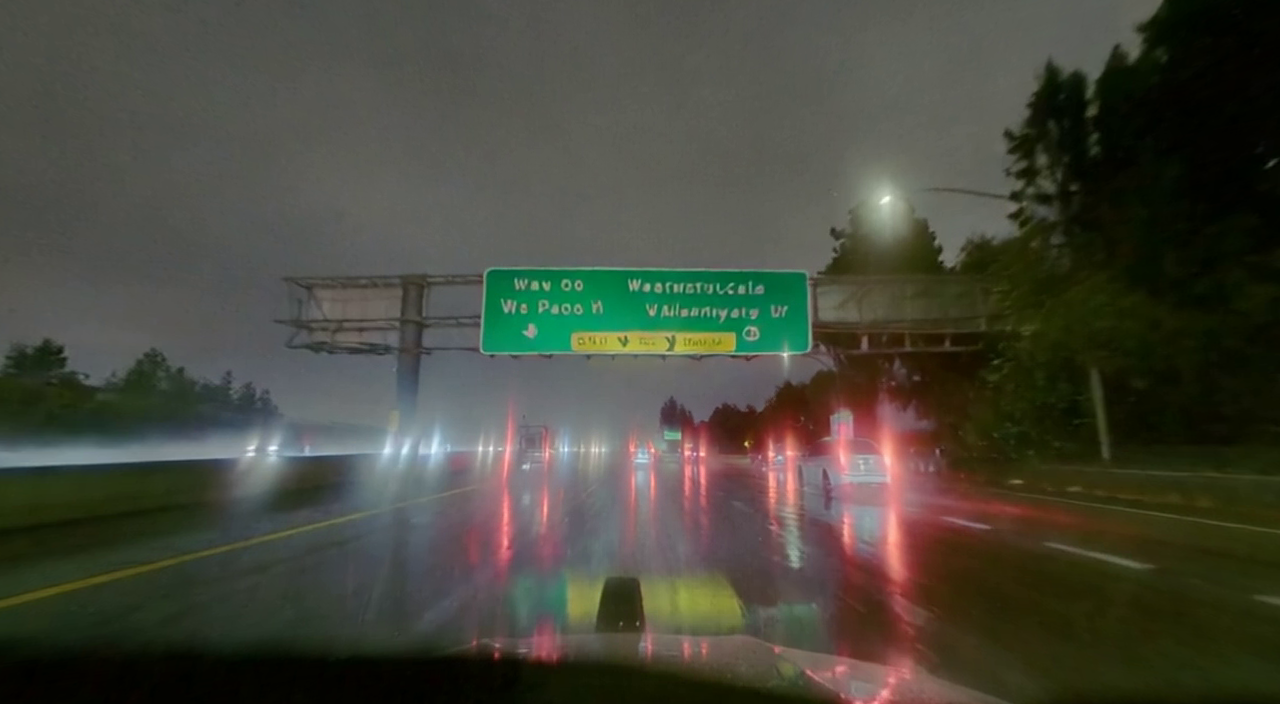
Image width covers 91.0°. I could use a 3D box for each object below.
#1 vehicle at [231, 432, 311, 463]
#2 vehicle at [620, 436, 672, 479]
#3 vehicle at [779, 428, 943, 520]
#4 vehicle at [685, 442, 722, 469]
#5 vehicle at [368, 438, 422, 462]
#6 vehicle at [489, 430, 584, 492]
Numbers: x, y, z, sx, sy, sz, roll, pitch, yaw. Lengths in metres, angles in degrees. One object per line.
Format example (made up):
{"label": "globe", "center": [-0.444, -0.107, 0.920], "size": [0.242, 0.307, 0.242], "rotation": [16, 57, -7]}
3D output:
{"label": "vehicle", "center": [-26.087, 6.807, 44.794], "size": [2.182, 2.016, 5.695], "rotation": [0, -9, 0]}
{"label": "vehicle", "center": [0.243, 4.723, 28.384], "size": [2.181, 1.728, 3.970], "rotation": [1, -9, 0]}
{"label": "vehicle", "center": [4.628, 2.627, 14.081], "size": [2.041, 1.669, 4.712], "rotation": [0, -9, 1]}
{"label": "vehicle", "center": [4.231, 7.014, 42.845], "size": [2.022, 1.682, 4.226], "rotation": [1, -9, -1]}
{"label": "vehicle", "center": [-18.496, 7.436, 47.785], "size": [2.019, 1.714, 4.907], "rotation": [0, -9, 0]}
{"label": "vehicle", "center": [-3.226, 3.535, 20.730], "size": [2.199, 1.777, 4.790], "rotation": [0, -9, 1]}
